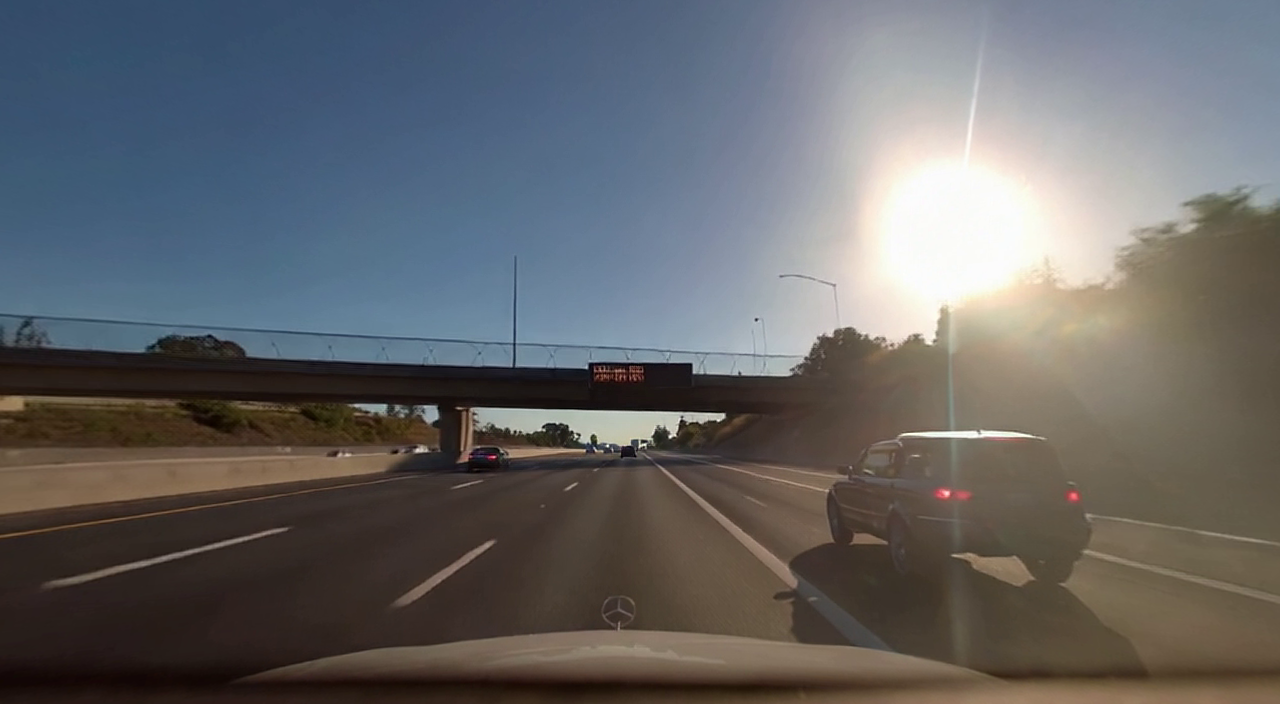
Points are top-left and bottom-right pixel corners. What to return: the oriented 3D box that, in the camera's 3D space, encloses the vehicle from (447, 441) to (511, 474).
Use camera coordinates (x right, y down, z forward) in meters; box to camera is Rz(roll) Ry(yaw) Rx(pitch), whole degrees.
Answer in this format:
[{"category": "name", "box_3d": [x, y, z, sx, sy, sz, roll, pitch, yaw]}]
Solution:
[{"category": "vehicle", "box_3d": [-8.138, 5.349, 32.474, 2.005, 1.545, 4.874, 0, -8, 0]}]
